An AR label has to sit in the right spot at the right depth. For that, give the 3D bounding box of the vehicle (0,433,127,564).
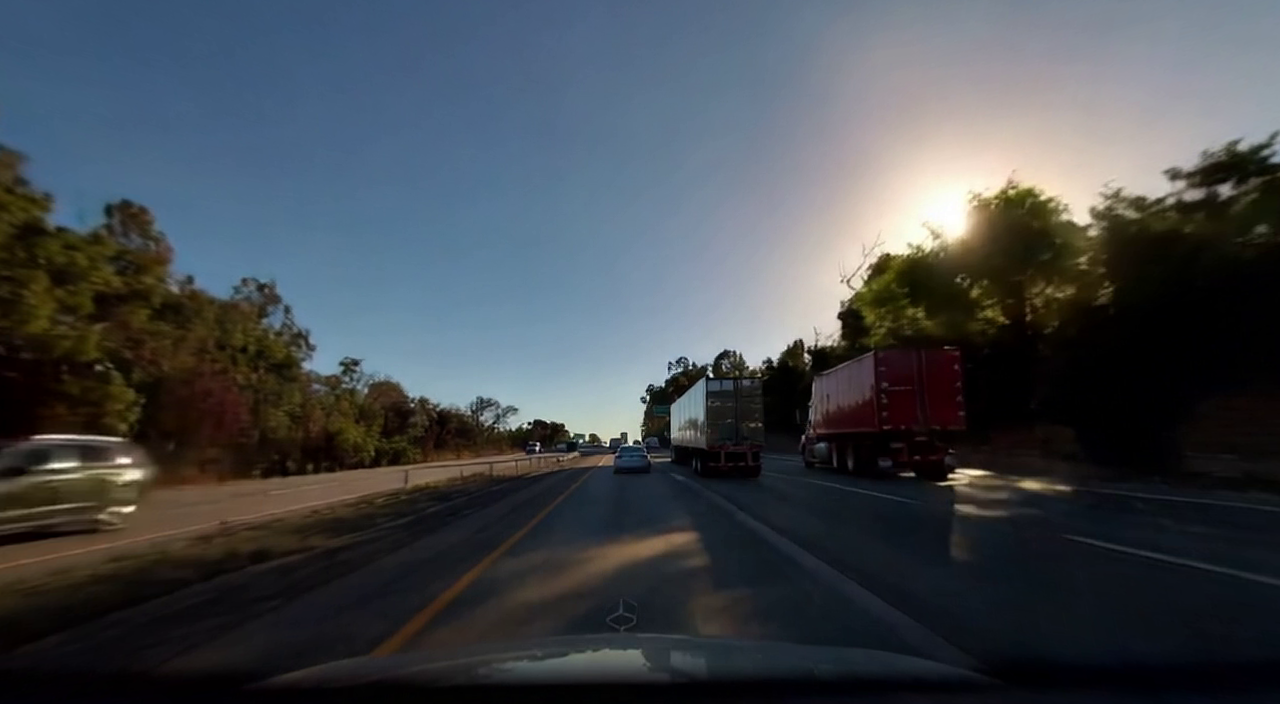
[{"bbox_3d":[-8.282,1.673,7.146,1.841,1.488,3.664,0,-8,-1],"label":"vehicle"}]

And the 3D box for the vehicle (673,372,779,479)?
[{"bbox_3d":[3.671,3.740,31.249,2.888,4.099,14.183,0,-8,-2],"label":"vehicle"}]

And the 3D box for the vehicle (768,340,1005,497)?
[{"bbox_3d":[7.894,2.661,23.628,2.876,4.111,14.145,0,-8,-1],"label":"vehicle"}]

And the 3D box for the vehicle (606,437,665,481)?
[{"bbox_3d":[-0.207,3.953,23.660,2.038,1.477,3.773,0,-8,-2],"label":"vehicle"}]
